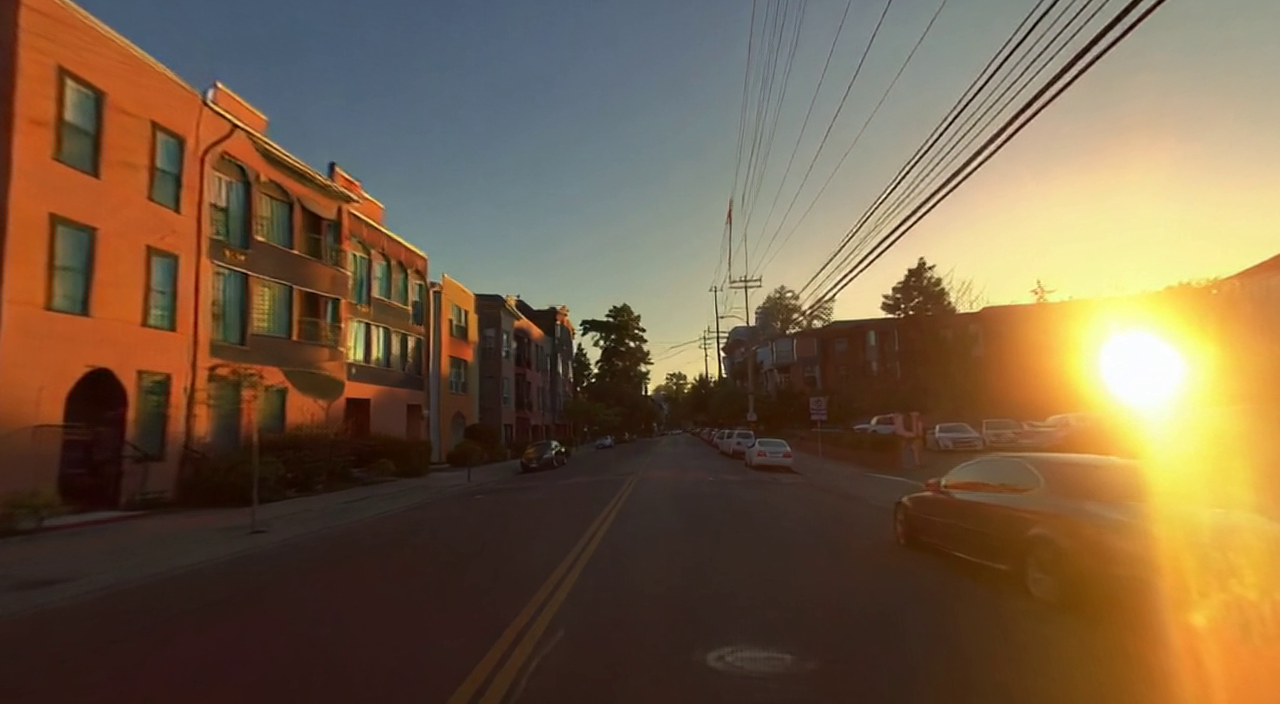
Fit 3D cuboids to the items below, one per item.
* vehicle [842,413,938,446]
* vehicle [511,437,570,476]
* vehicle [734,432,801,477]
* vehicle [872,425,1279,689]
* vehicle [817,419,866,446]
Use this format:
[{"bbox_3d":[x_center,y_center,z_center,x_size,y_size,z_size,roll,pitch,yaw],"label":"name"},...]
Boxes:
[{"bbox_3d":[15.000,4.762,38.318,2.152,1.875,5.778,3,-8,-18],"label":"vehicle"},{"bbox_3d":[-4.570,4.868,29.570,1.913,1.672,4.267,-1,-8,3],"label":"vehicle"},{"bbox_3d":[4.908,3.998,24.849,1.914,1.591,3.892,0,-8,1],"label":"vehicle"},{"bbox_3d":[3.970,1.471,5.894,1.928,1.440,4.738,0,-8,2],"label":"vehicle"},{"bbox_3d":[14.126,5.711,44.420,2.000,1.792,4.666,0,-8,1],"label":"vehicle"}]
